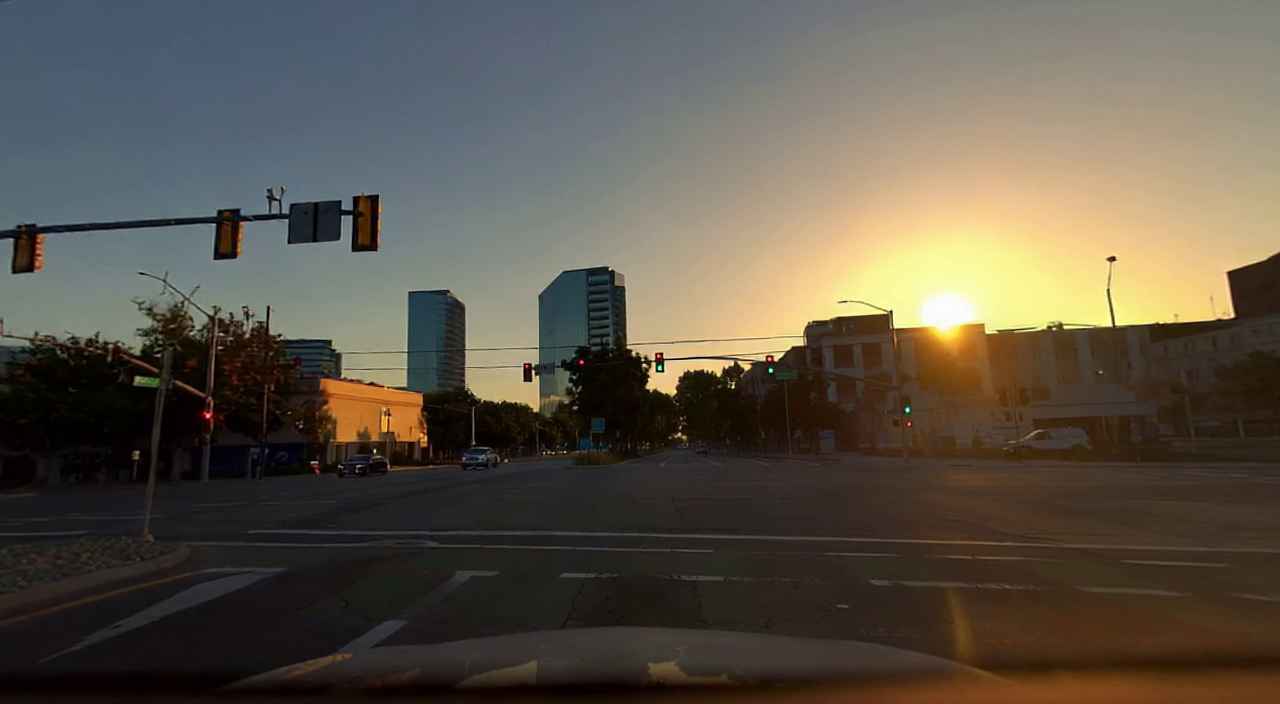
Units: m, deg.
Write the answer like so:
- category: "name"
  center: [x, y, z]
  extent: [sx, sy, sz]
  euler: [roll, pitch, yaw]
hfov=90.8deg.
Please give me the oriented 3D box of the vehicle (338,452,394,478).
- category: "vehicle"
  center: [-18.832, 7.782, 43.627]
  extent: [1.933, 1.664, 4.255]
  euler: [0, -9, 1]

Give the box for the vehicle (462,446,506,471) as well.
- category: "vehicle"
  center: [-12.161, 8.304, 49.565]
  extent: [2.151, 1.847, 4.634]
  euler: [0, -9, 0]
